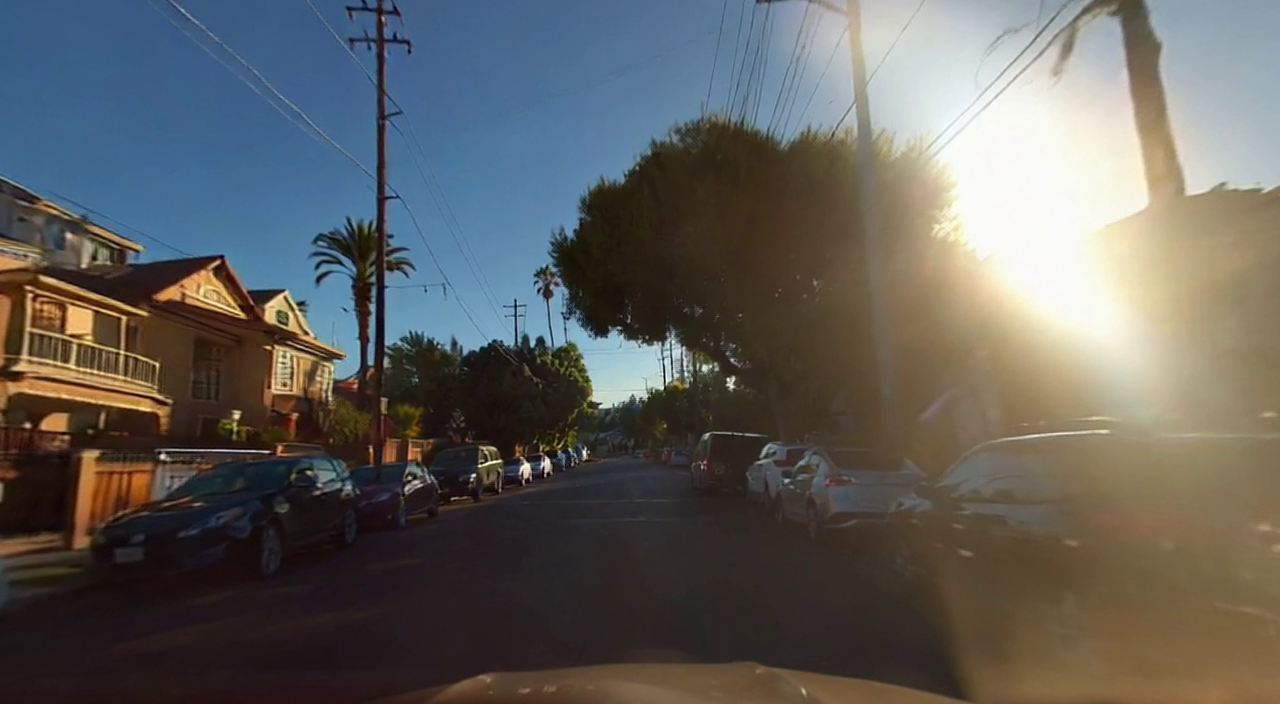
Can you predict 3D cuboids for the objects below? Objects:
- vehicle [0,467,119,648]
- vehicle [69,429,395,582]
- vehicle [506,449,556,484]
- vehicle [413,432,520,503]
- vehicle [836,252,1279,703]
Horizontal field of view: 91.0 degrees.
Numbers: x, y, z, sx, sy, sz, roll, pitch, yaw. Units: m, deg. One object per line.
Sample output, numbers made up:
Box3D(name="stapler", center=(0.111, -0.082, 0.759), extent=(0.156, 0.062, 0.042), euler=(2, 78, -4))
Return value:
Box3D(name="vehicle", center=(-6.262, 1.566, 4.067), extent=(1.874, 1.449, 4.622), euler=(0, -8, -1))
Box3D(name="vehicle", center=(-6.226, 2.335, 10.632), extent=(2.349, 1.952, 4.848), euler=(0, -8, -2))
Box3D(name="vehicle", center=(-6.460, 6.780, 37.663), extent=(2.131, 1.777, 4.783), euler=(-3, -8, -1))
Box3D(name="vehicle", center=(-6.138, 4.143, 23.230), extent=(2.281, 2.248, 5.873), euler=(0, -8, 0))
Box3D(name="vehicle", center=(3.091, 0.968, 3.938), extent=(2.182, 1.964, 4.796), euler=(0, -8, 0))
